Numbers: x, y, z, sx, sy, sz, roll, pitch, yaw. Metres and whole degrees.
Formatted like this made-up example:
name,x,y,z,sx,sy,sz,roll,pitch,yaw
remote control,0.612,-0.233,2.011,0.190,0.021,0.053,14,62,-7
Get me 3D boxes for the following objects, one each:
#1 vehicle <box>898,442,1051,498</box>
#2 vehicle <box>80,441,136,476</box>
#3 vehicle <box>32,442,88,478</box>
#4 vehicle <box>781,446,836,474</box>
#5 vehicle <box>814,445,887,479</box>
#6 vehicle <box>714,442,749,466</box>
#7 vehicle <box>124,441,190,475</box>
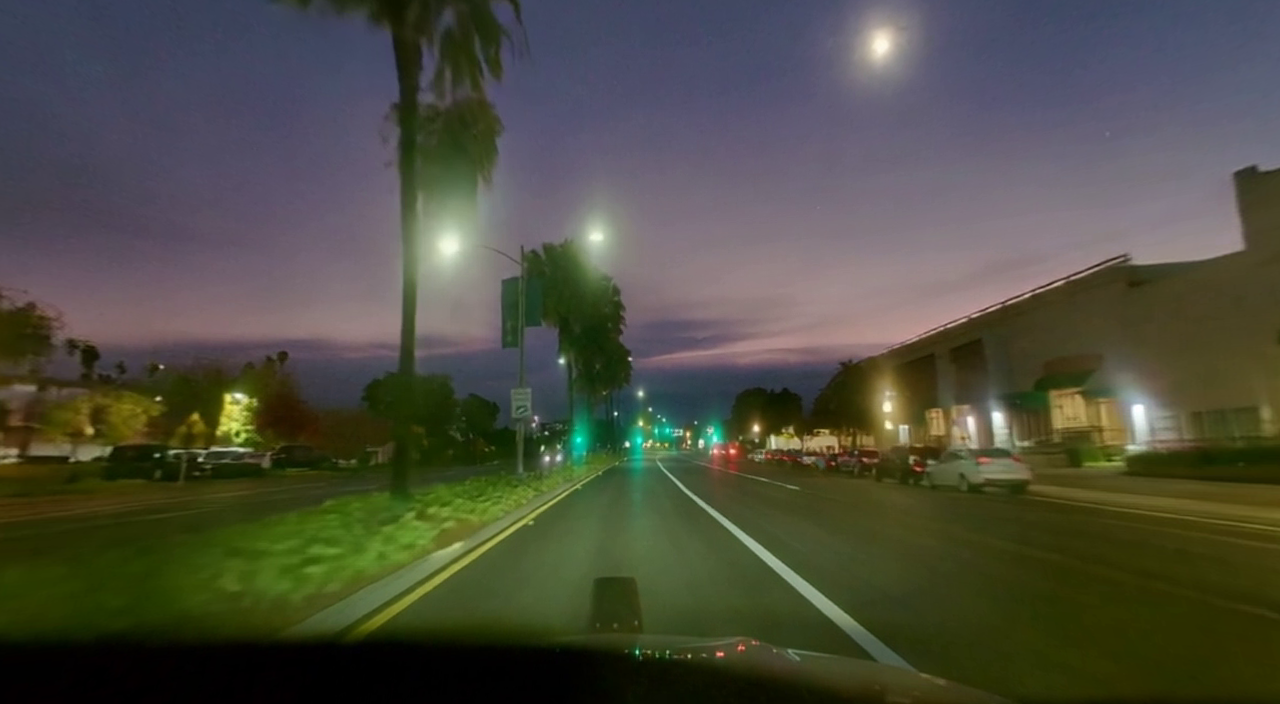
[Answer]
name,x,y,z,sx,sy,sz,roll,pitch,yaw
vehicle,10.286,3.640,19.896,2.086,1.545,4.645,0,-8,-3
vehicle,-39.995,7.935,47.236,5.579,2.458,2.324,-8,-11,42
vehicle,-43.129,7.961,46.713,5.843,2.364,2.352,-7,-11,42
vehicle,10.178,6.529,38.305,1.950,1.410,4.642,0,-7,-1
vehicle,10.109,5.301,30.682,1.875,1.491,4.780,0,-8,0
vehicle,6.823,7.635,47.362,2.000,1.717,4.101,0,-8,0
vehicle,-37.263,8.104,48.483,6.188,2.494,2.424,-7,-11,39
